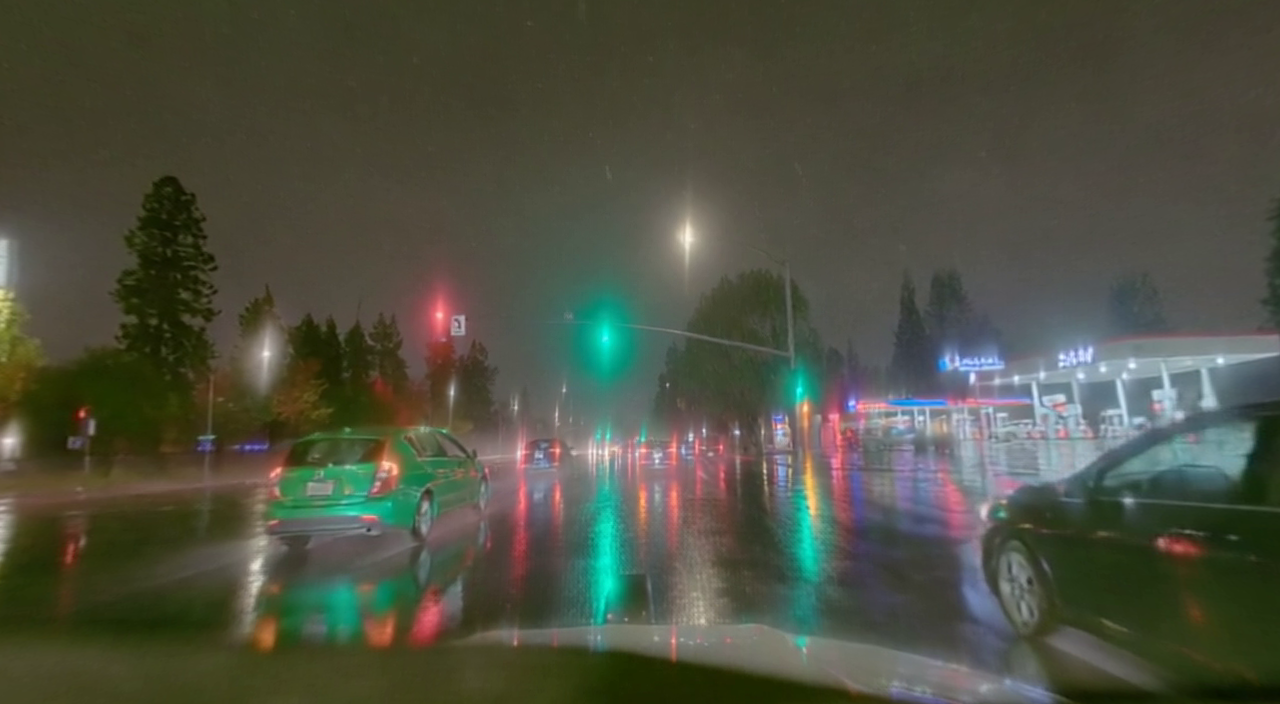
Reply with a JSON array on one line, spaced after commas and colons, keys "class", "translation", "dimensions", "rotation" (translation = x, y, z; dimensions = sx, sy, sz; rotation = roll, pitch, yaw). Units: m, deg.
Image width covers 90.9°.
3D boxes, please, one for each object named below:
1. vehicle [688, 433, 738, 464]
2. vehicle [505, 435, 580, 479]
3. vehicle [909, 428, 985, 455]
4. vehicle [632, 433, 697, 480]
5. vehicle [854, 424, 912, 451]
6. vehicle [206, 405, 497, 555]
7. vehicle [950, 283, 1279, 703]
[{"class": "vehicle", "translation": [3.675, 4.949, 32.550], "dimensions": [1.920, 1.479, 4.548], "rotation": [0, -8, -1]}, {"class": "vehicle", "translation": [-3.491, 3.863, 23.434], "dimensions": [1.995, 1.436, 4.500], "rotation": [0, -8, 1]}, {"class": "vehicle", "translation": [18.037, 5.304, 37.340], "dimensions": [2.081, 1.482, 4.860], "rotation": [0, -8, 1]}, {"class": "vehicle", "translation": [0.796, 3.511, 21.471], "dimensions": [1.994, 1.433, 3.894], "rotation": [-1, -8, 1]}, {"class": "vehicle", "translation": [16.894, 6.002, 44.098], "dimensions": [2.110, 1.744, 4.928], "rotation": [-1, -8, 1]}, {"class": "vehicle", "translation": [-3.831, 1.806, 9.630], "dimensions": [2.023, 1.687, 4.874], "rotation": [-1, -8, 2]}, {"class": "vehicle", "translation": [3.366, 0.676, 2.493], "dimensions": [1.992, 1.805, 4.549], "rotation": [0, -8, 1]}]
